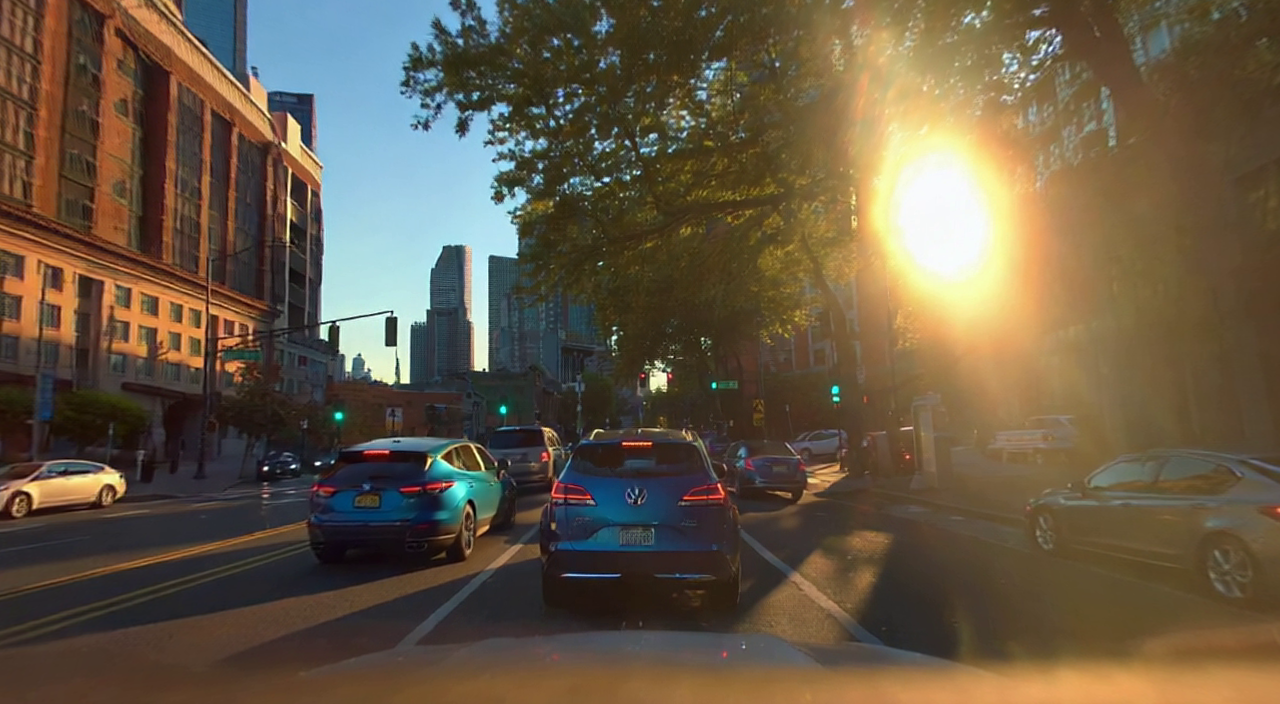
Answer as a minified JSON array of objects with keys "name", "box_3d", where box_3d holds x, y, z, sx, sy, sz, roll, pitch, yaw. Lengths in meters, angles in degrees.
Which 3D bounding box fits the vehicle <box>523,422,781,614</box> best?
[{"name":"vehicle","box_3d":[0.090,1.580,6.806,2.022,1.481,3.564,0,-9,0]}]

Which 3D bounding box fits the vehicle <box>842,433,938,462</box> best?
[{"name":"vehicle","box_3d":[16.383,6.270,41.492,5.345,1.811,2.175,0,-9,-1]}]

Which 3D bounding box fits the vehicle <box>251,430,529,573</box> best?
[{"name":"vehicle","box_3d":[-2.999,1.892,8.745,2.131,1.486,4.089,0,-9,1]}]

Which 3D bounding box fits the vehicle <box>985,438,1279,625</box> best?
[{"name":"vehicle","box_3d":[5.976,1.699,6.856,1.873,1.453,4.579,0,-9,0]}]

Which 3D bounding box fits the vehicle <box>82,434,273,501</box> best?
[{"name":"vehicle","box_3d":[-16.155,4.057,22.652,2.195,2.053,5.980,0,-9,1]}]

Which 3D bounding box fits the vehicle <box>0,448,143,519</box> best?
[{"name":"vehicle","box_3d":[-16.231,3.444,16.996,1.914,1.690,4.461,0,-9,1]}]
